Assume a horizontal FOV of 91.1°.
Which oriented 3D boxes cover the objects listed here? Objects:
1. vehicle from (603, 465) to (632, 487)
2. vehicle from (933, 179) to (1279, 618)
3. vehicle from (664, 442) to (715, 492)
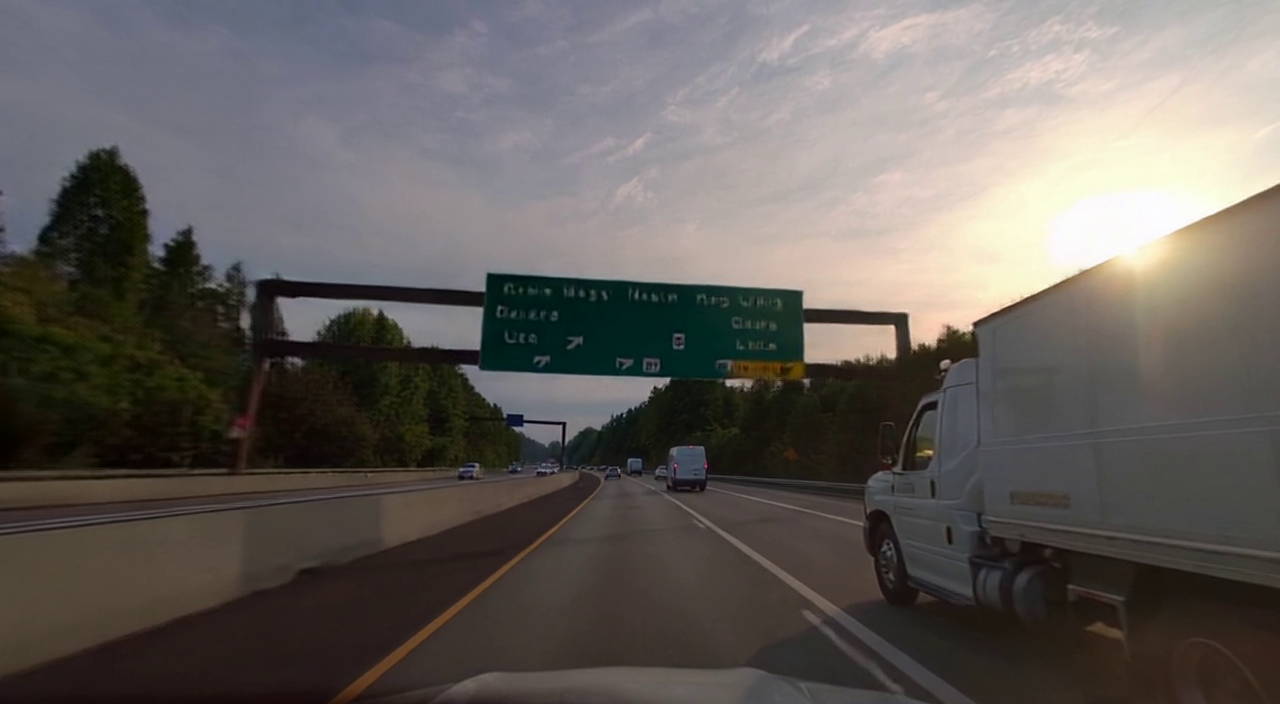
[{"bbox_3d":[-1.771,9.607,48.845,2.106,1.524,4.381,1,-10,-2],"label":"vehicle"},{"bbox_3d":[7.524,0.355,5.451,2.866,4.102,14.351,1,-10,-1],"label":"vehicle"},{"bbox_3d":[2.790,6.675,36.478,2.291,2.639,5.280,1,-10,-3],"label":"vehicle"}]
